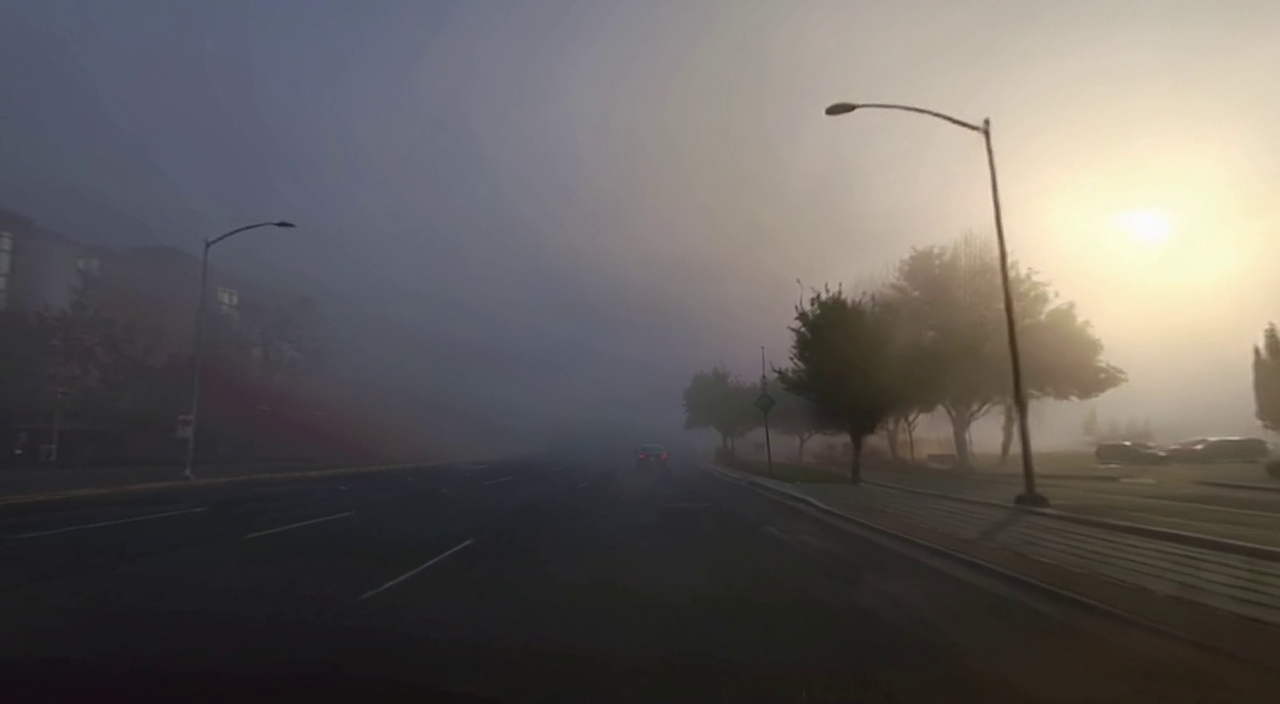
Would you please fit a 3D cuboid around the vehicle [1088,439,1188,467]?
[{"bbox_3d":[28.346,5.761,36.157,1.839,1.470,4.548,1,-8,-3],"label":"vehicle"}]

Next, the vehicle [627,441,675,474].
[{"bbox_3d":[0.576,5.075,30.750,2.133,1.481,4.276,0,-8,2],"label":"vehicle"}]

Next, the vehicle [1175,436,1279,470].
[{"bbox_3d":[33.501,5.668,35.816,1.984,1.750,4.798,0,-8,-2],"label":"vehicle"}]
